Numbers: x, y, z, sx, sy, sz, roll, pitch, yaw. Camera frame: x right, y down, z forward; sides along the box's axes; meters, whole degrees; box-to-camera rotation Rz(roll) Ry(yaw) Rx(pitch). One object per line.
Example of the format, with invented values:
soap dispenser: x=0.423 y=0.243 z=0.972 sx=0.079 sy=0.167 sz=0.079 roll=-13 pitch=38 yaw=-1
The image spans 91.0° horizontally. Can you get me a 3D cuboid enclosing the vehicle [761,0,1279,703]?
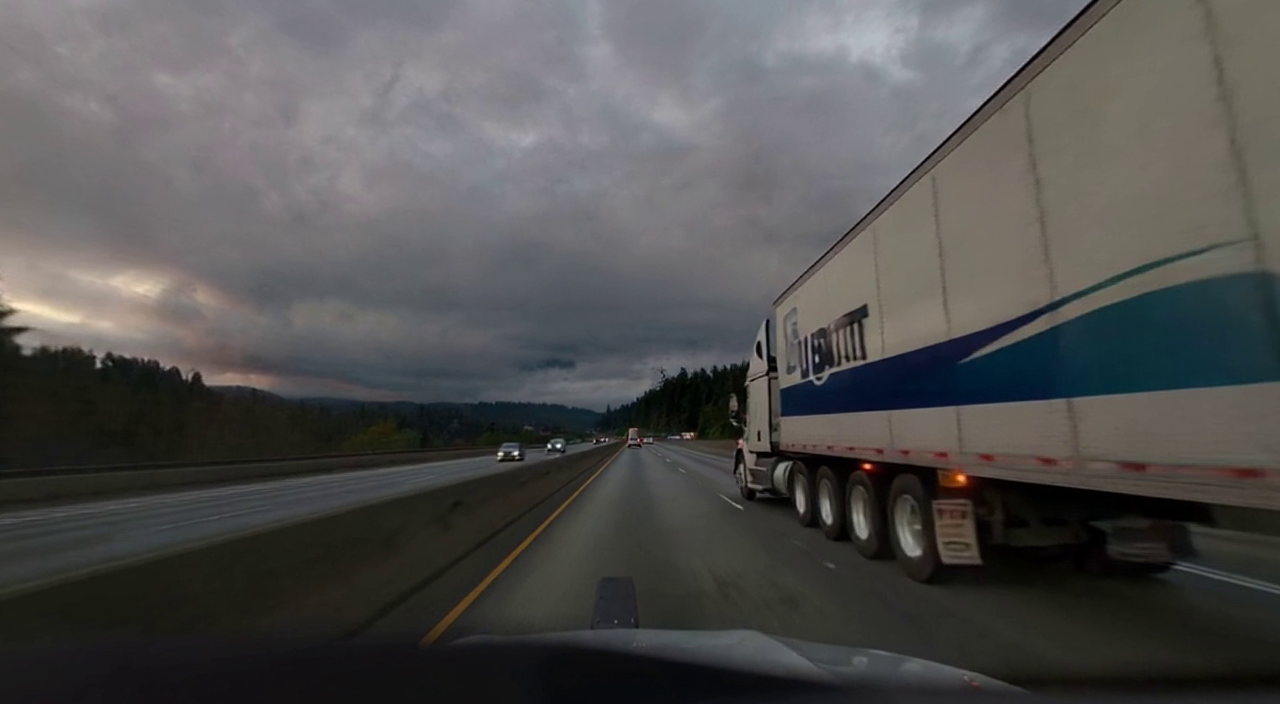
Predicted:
vehicle: x=3.889 y=0.231 z=6.392 sx=2.965 sy=3.887 sz=10.328 roll=0 pitch=-8 yaw=-2
